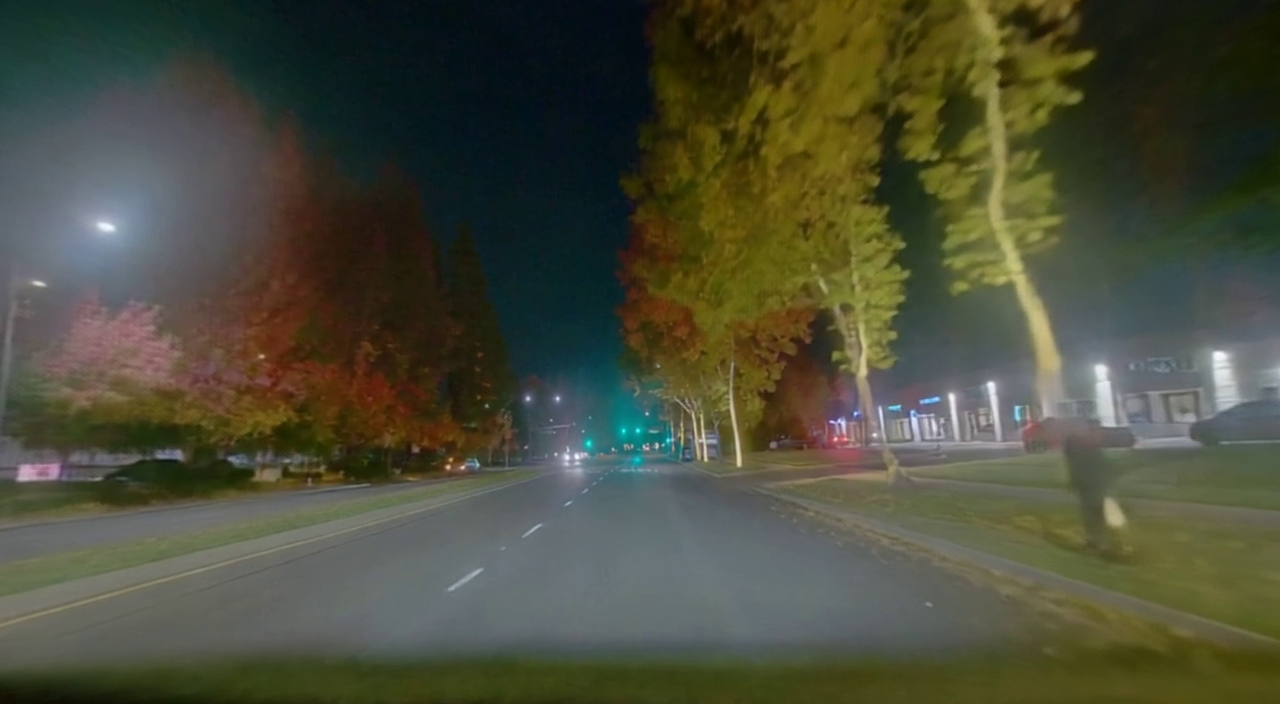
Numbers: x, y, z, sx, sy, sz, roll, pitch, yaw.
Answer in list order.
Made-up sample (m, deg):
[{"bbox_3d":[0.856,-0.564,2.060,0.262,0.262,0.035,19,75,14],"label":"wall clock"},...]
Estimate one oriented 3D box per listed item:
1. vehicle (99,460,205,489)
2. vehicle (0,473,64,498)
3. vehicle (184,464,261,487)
[{"bbox_3d":[-28.386,7.132,36.612,4.552,1.576,2.005,0,-9,2],"label":"vehicle"},{"bbox_3d":[-40.781,8.725,41.110,4.138,1.508,1.822,0,-9,-2],"label":"vehicle"},{"bbox_3d":[-27.950,8.274,42.070,3.844,1.448,1.746,0,-9,1],"label":"vehicle"}]
